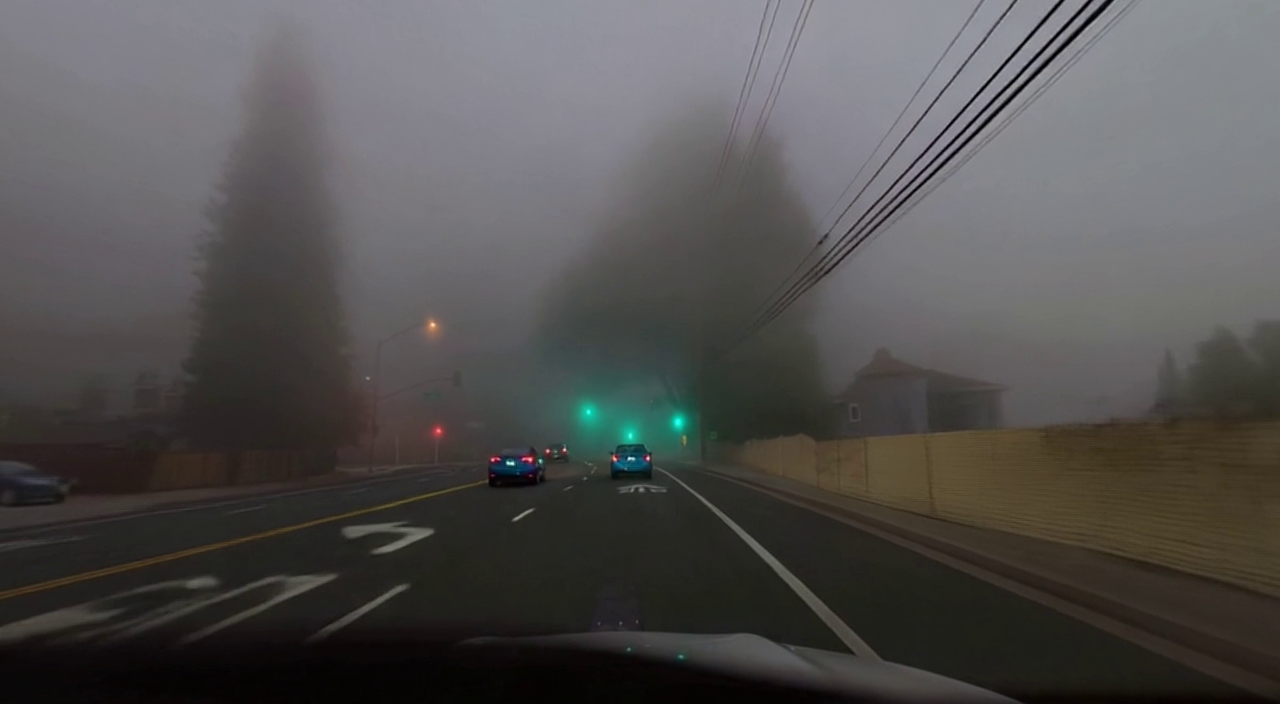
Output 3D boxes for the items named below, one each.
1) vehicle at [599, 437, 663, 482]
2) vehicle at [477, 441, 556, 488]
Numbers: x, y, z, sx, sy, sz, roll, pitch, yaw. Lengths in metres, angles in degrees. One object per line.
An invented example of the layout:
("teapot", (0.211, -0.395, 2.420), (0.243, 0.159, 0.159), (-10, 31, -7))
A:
("vehicle", (-0.405, 3.971, 23.556), (2.168, 1.504, 4.284), (1, -9, -2))
("vehicle", (-4.116, 3.814, 21.746), (1.913, 1.425, 4.235), (0, -9, 0))
